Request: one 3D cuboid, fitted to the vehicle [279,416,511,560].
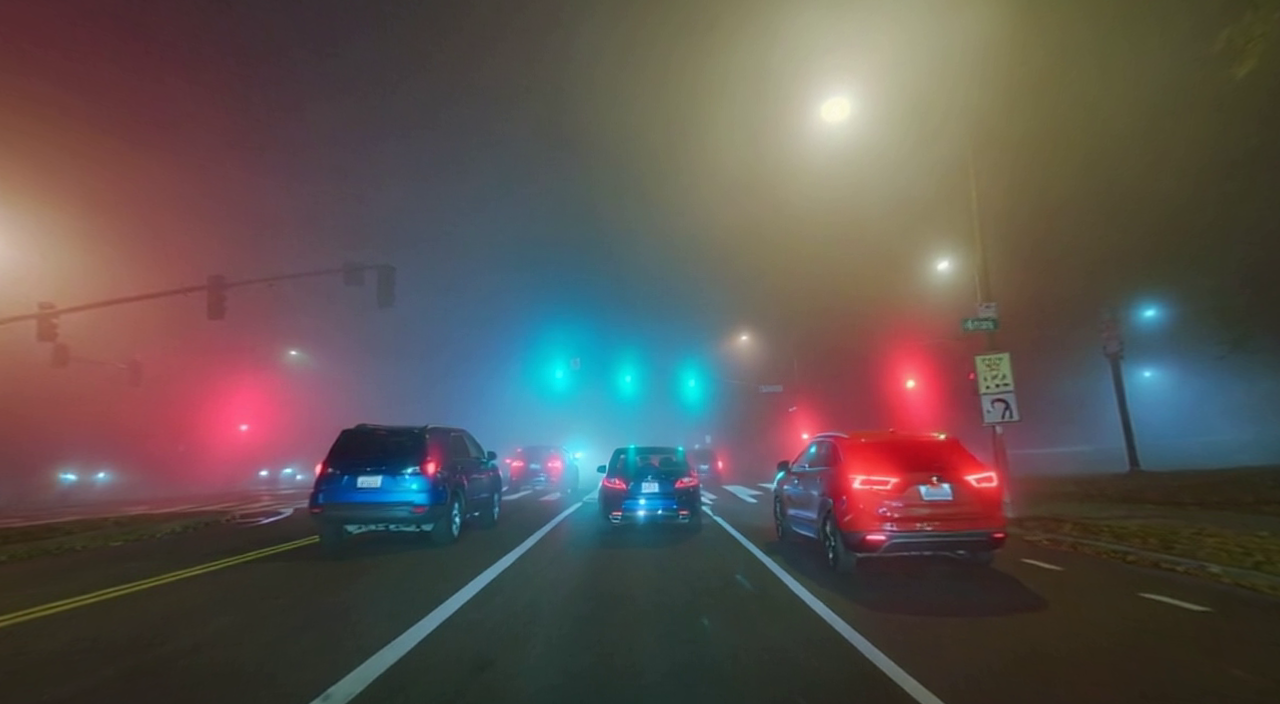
[{"bbox_3d":[-3.495,2.014,10.006,1.889,1.767,4.289,0,-9,1],"label":"vehicle"}]

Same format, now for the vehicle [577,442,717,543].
[{"bbox_3d":[0.056,2.361,11.216,2.051,1.460,3.932,0,-9,-1],"label":"vehicle"}]

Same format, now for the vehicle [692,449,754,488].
[{"bbox_3d":[3.366,4.826,26.394,2.038,1.476,4.356,0,-9,1],"label":"vehicle"}]

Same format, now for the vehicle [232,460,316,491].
[{"bbox_3d":[-22.600,7.587,38.783,4.931,1.736,1.969,-5,-10,26],"label":"vehicle"}]

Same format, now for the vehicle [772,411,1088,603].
[{"bbox_3d":[3.138,1.763,8.082,1.880,1.747,4.500,0,-9,0],"label":"vehicle"}]

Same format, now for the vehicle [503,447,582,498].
[{"bbox_3d":[-3.148,3.955,21.036,1.868,1.516,4.114,0,-9,2],"label":"vehicle"}]
